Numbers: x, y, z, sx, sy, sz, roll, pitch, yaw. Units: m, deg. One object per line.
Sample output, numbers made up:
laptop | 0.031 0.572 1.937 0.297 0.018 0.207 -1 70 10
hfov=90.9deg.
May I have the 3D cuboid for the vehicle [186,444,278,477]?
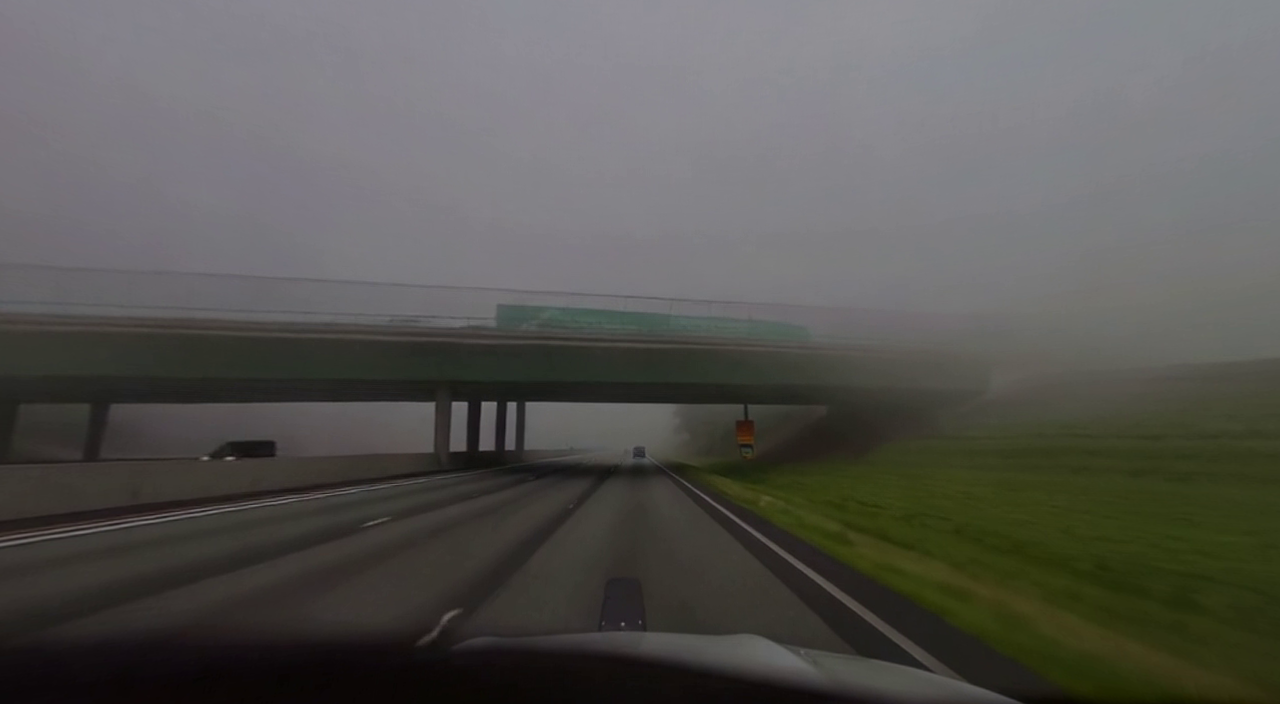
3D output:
vehicle | -21.449 5.710 33.376 1.956 1.587 4.301 0 -9 1
